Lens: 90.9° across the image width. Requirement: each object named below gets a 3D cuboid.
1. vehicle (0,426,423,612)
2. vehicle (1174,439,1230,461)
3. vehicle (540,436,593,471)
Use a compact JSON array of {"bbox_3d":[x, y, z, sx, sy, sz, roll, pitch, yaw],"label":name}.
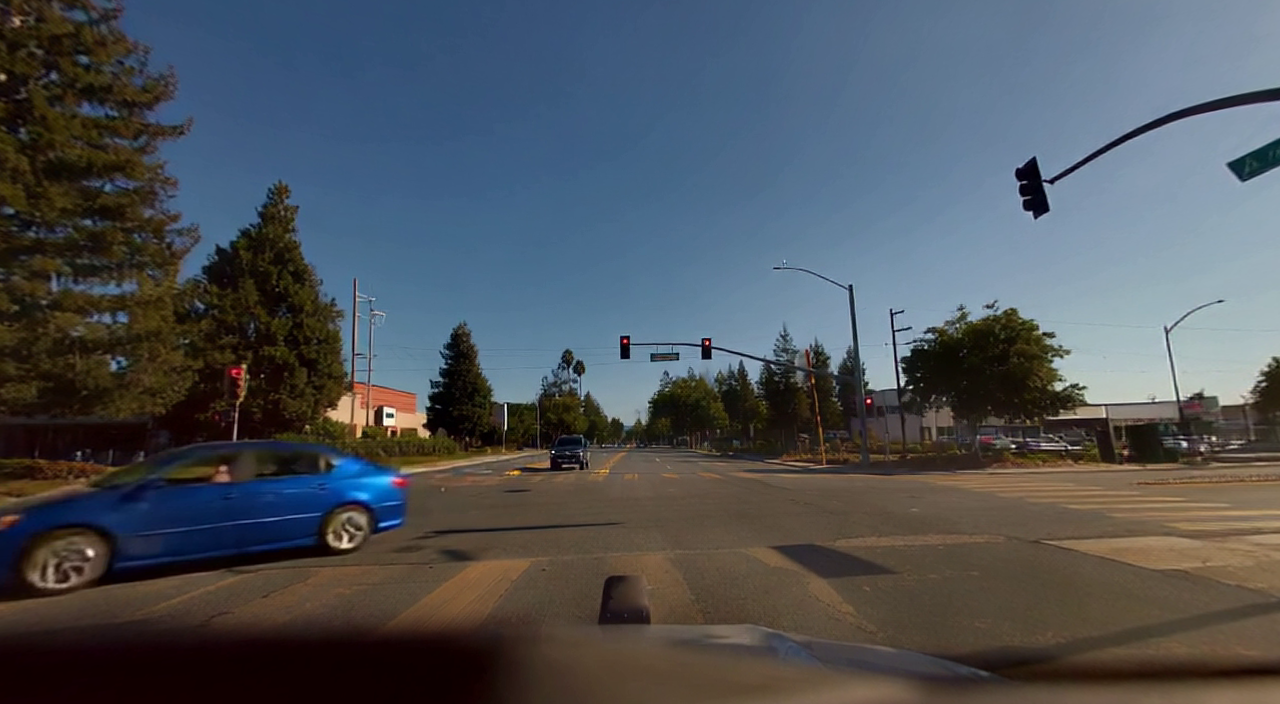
[{"bbox_3d":[-5.040,1.728,7.534,1.877,1.523,4.377,-5,-10,31],"label":"vehicle"},{"bbox_3d":[42.835,7.459,48.008,4.133,1.561,1.824,5,-10,-29],"label":"vehicle"},{"bbox_3d":[-3.661,5.167,32.241,2.140,1.638,4.259,0,-8,0],"label":"vehicle"}]
